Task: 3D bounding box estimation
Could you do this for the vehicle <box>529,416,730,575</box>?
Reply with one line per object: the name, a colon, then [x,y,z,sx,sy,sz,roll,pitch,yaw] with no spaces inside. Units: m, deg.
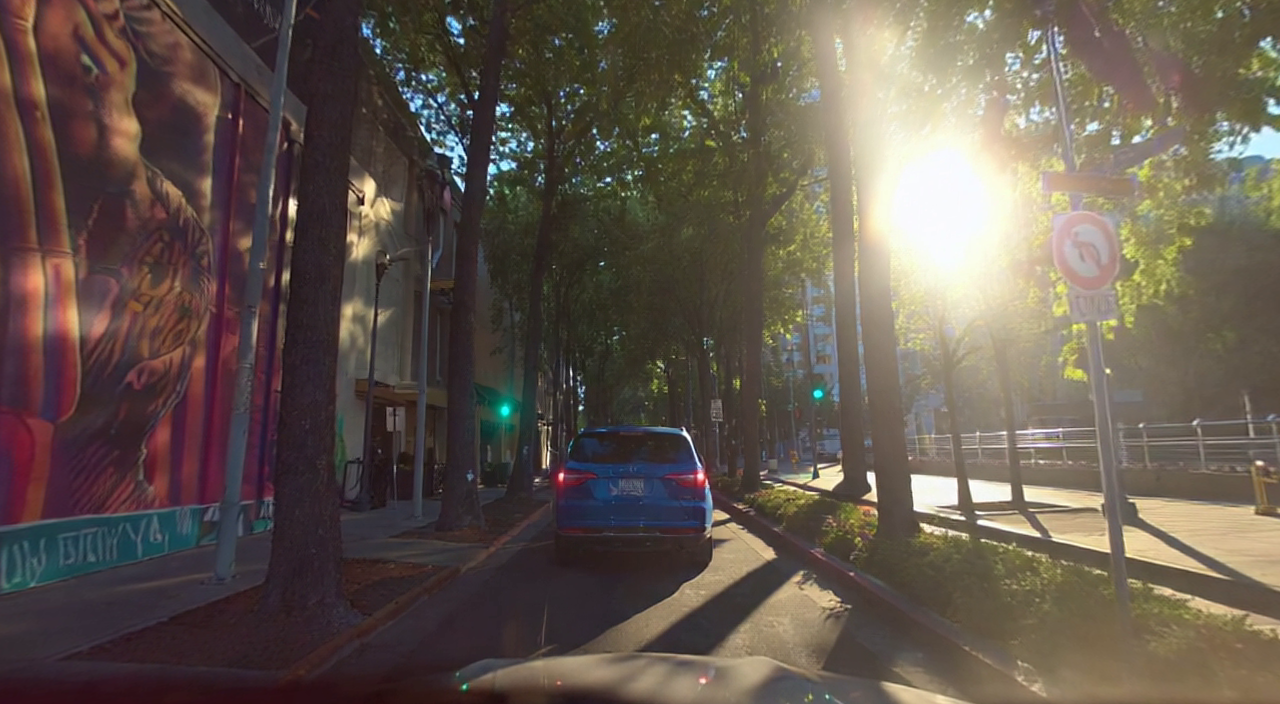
vehicle: [-0.134,1.775,8.544,2.079,1.621,3.861,0,-8,-1]
